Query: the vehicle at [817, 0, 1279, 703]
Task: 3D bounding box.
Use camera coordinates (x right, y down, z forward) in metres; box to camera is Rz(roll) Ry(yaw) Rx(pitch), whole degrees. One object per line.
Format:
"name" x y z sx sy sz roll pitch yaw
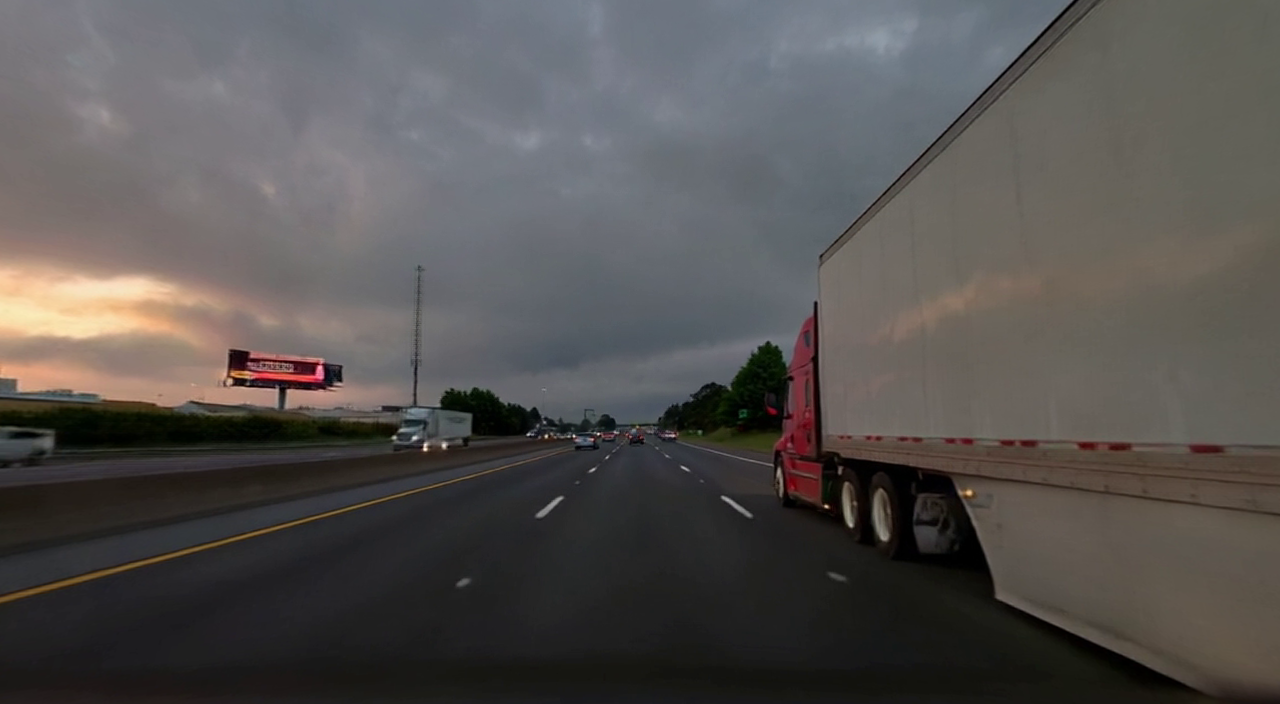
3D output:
"vehicle" 3.796 -0.247 2.133 2.871 3.815 11.331 0 -8 -1

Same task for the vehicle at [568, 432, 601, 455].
"vehicle" -3.739 6.196 42.820 1.930 1.484 3.849 0 -8 -1

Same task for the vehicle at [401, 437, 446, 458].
"vehicle" -15.736 6.944 46.088 1.861 1.460 3.997 0 -8 0
